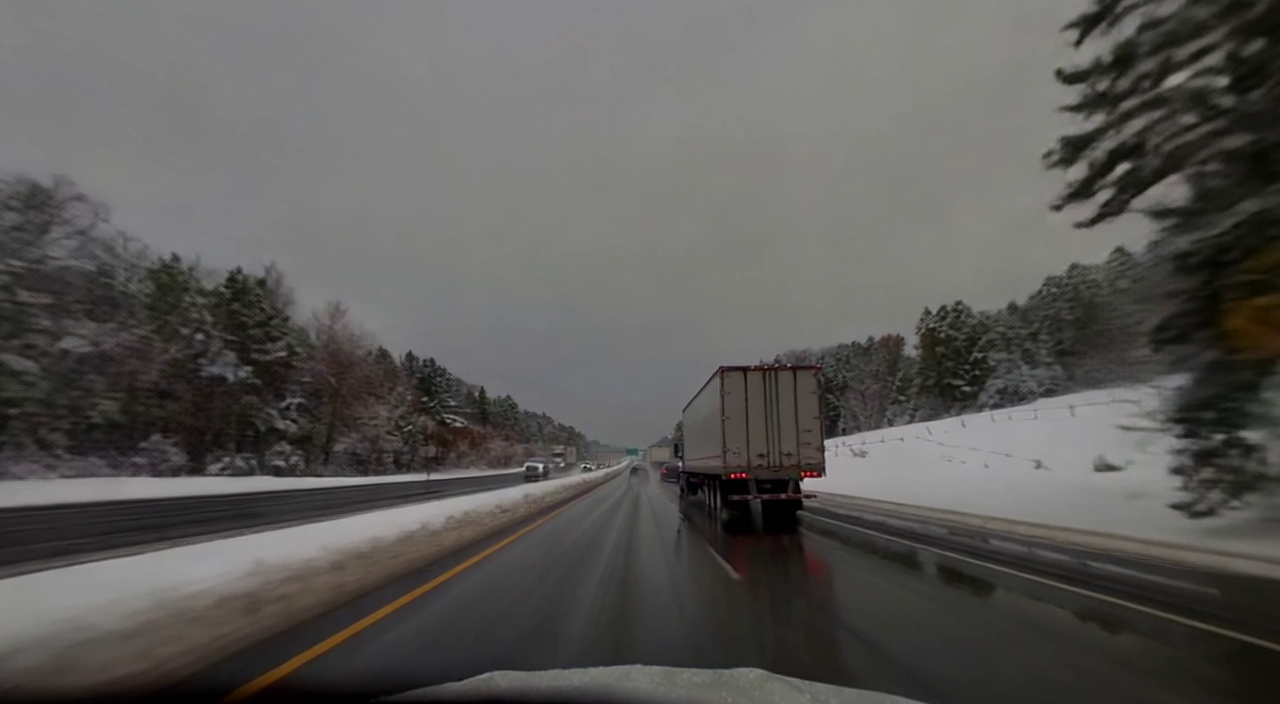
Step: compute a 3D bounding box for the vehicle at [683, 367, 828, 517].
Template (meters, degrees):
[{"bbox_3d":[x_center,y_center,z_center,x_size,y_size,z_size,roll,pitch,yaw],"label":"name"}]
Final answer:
[{"bbox_3d":[3.640,3.722,24.373,2.863,4.088,14.040,1,-10,0],"label":"vehicle"}]
